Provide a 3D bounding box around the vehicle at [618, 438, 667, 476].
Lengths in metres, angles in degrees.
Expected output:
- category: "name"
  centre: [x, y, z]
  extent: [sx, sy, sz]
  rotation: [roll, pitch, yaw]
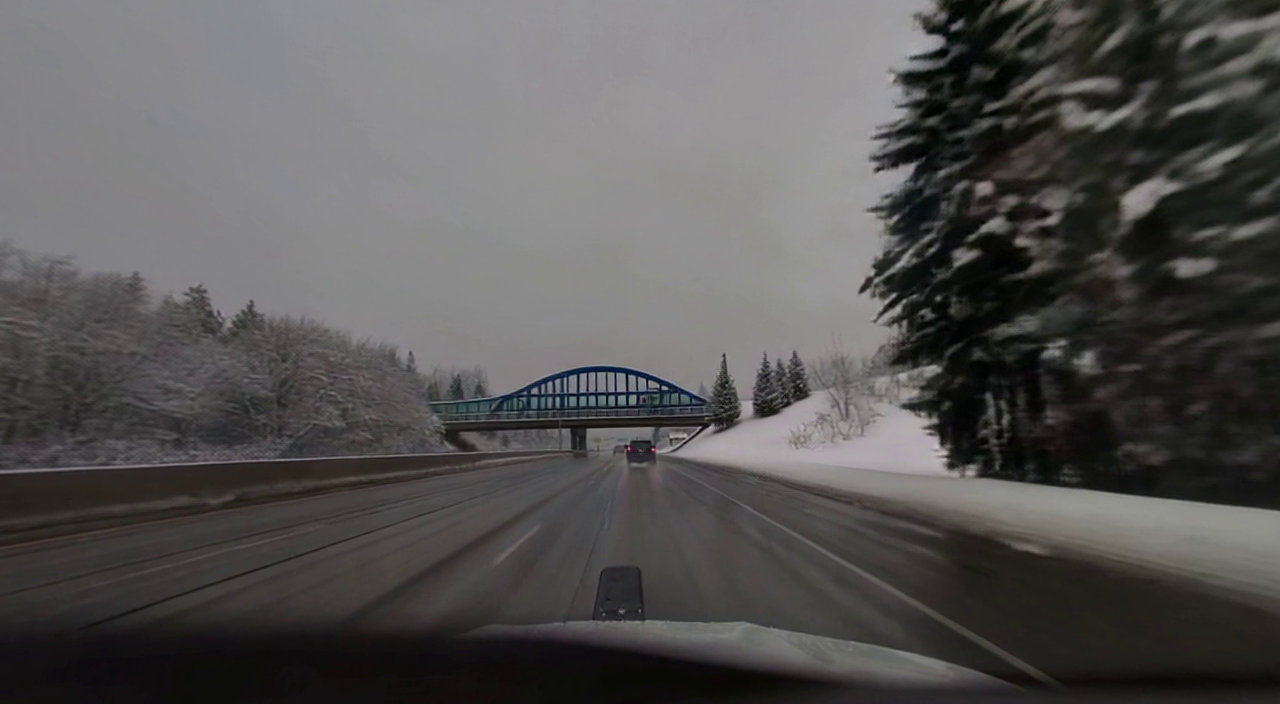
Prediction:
- category: "vehicle"
  centre: [0.081, 5.230, 31.507]
  extent: [2.299, 1.716, 4.579]
  rotation: [0, -9, -1]
